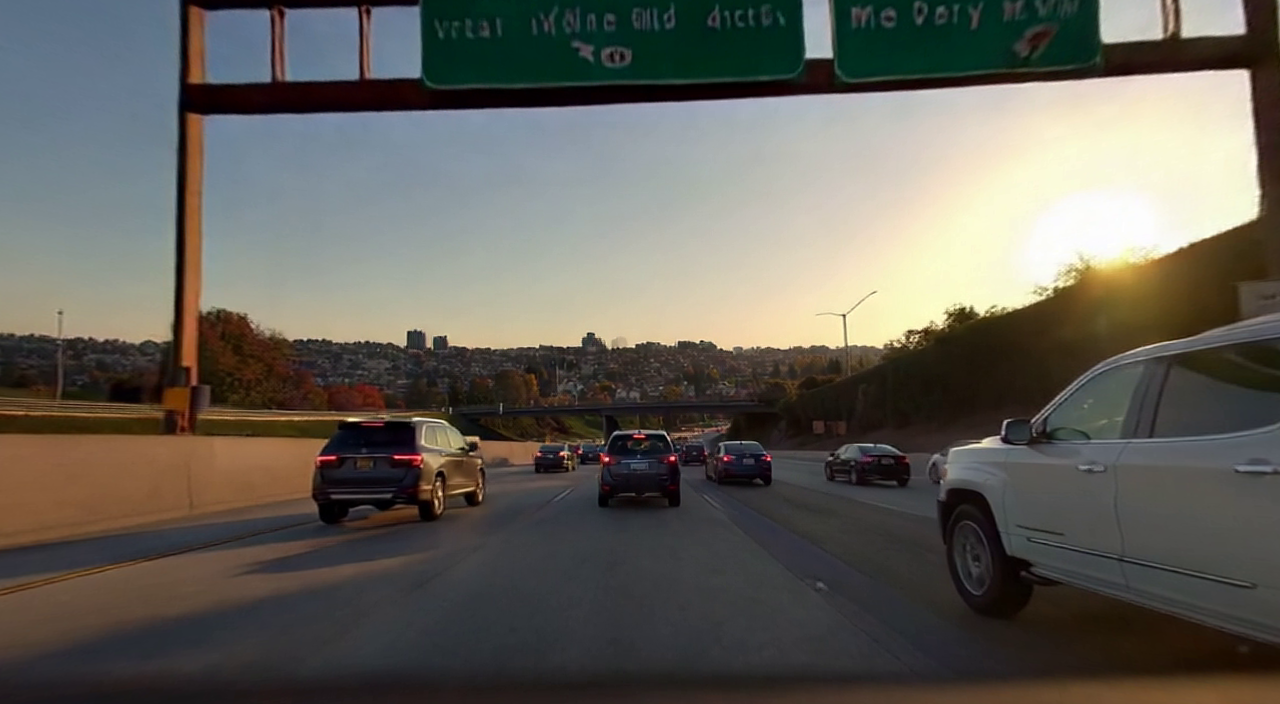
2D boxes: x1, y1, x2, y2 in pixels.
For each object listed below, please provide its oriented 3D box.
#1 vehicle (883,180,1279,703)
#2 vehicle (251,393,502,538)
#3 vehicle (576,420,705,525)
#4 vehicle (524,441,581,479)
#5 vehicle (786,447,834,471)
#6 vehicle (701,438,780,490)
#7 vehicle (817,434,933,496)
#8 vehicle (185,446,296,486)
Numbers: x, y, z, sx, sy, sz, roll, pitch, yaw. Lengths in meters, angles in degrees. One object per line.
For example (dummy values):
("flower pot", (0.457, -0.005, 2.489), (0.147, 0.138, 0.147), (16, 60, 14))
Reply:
("vehicle", (3.474, 0.671, 3.285), (2.300, 2.242, 5.327), (0, -9, 0))
("vehicle", (-4.563, 2.131, 12.389), (2.212, 2.101, 6.052), (0, -9, 1))
("vehicle", (0.025, 2.380, 12.874), (2.181, 1.756, 4.167), (0, -9, 0))
("vehicle", (-4.106, 5.149, 30.295), (1.982, 1.655, 4.604), (0, -9, 1))
("vehicle", (11.660, 7.363, 43.507), (1.797, 1.557, 4.653), (1, -9, -3))
("vehicle", (3.485, 3.999, 22.793), (2.022, 1.633, 4.651), (1, -9, -1))
("vehicle", (7.583, 3.689, 20.926), (2.054, 1.769, 4.693), (0, -9, 0))
("vehicle", (-18.412, 5.241, 29.335), (2.022, 1.659, 4.620), (0, -9, 1))
